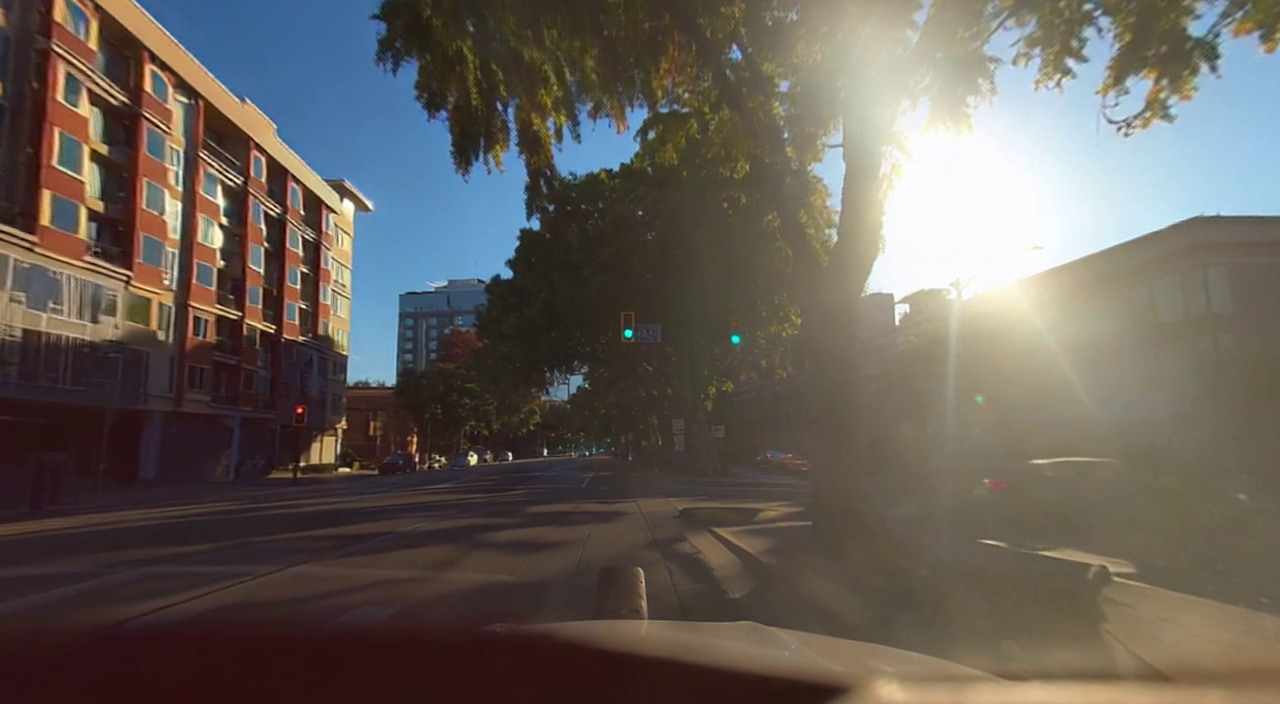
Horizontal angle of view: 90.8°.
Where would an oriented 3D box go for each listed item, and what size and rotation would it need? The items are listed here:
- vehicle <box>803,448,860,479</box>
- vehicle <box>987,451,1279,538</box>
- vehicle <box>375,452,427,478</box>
[{"bbox_3d":[12.667,7.373,42.180,2.181,1.876,4.723,0,-8,-2],"label":"vehicle"},{"bbox_3d":[9.977,2.776,12.943,4.683,1.460,1.933,-7,-11,38],"label":"vehicle"},{"bbox_3d":[-16.910,7.994,44.837,2.075,1.708,4.335,0,-8,-2],"label":"vehicle"}]
